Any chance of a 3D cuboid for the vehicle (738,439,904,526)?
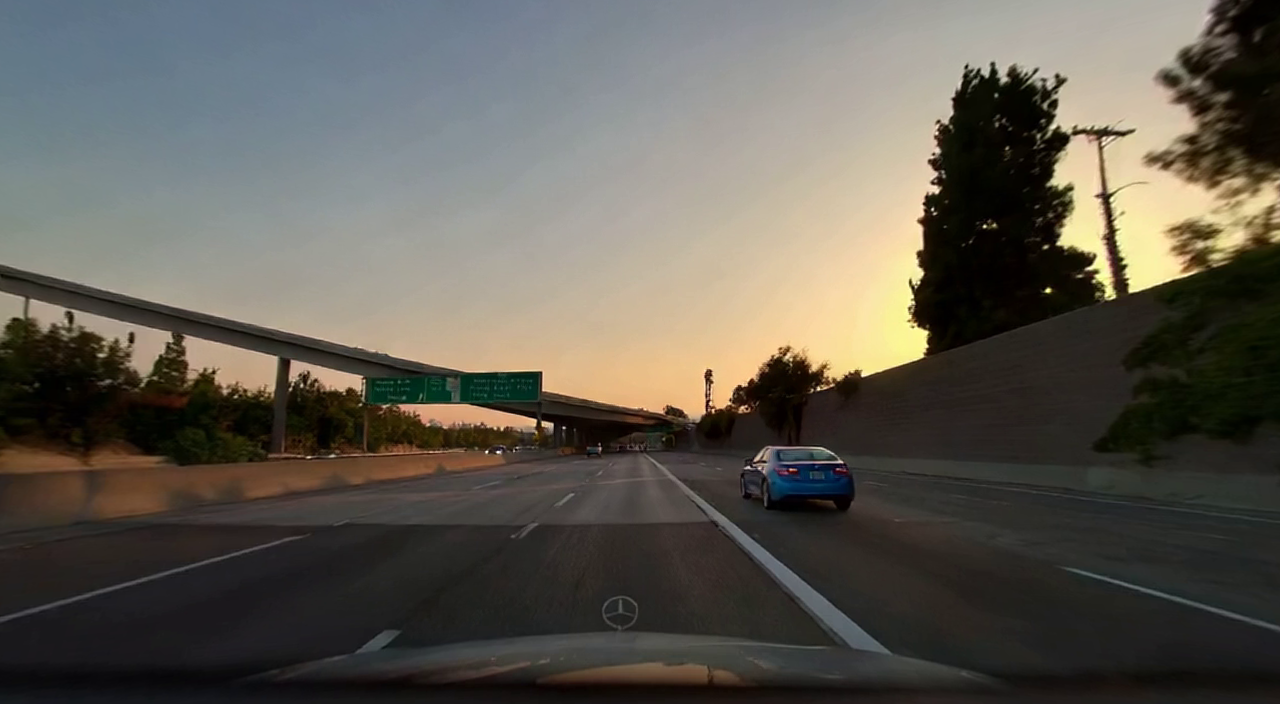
[{"bbox_3d":[3.491,2.603,13.290,1.989,1.479,4.670,0,-9,-2],"label":"vehicle"}]
